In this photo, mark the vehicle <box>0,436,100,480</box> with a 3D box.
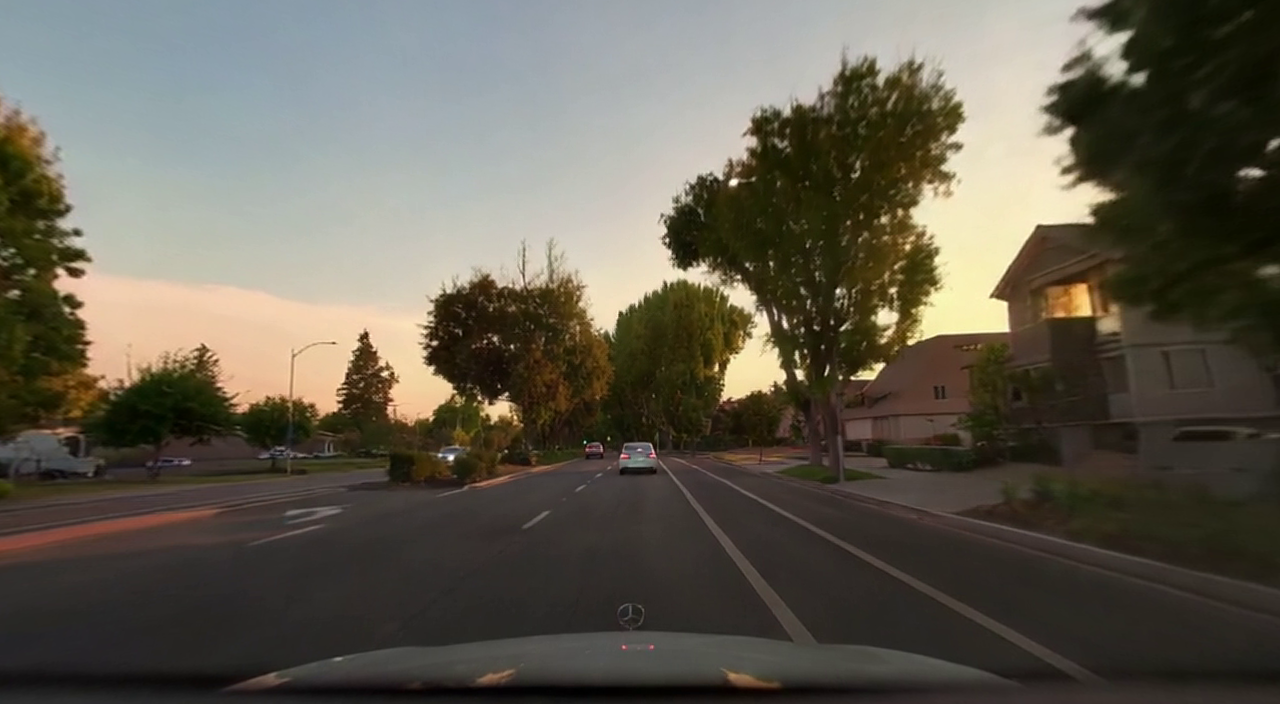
[{"bbox_3d":[-46.305,8.089,47.996,7.398,2.926,2.814,2,-7,-33],"label":"vehicle"}]

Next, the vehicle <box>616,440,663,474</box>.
[{"bbox_3d":[-0.002,4.834,29.327,2.009,1.456,4.003,0,-8,0],"label":"vehicle"}]
